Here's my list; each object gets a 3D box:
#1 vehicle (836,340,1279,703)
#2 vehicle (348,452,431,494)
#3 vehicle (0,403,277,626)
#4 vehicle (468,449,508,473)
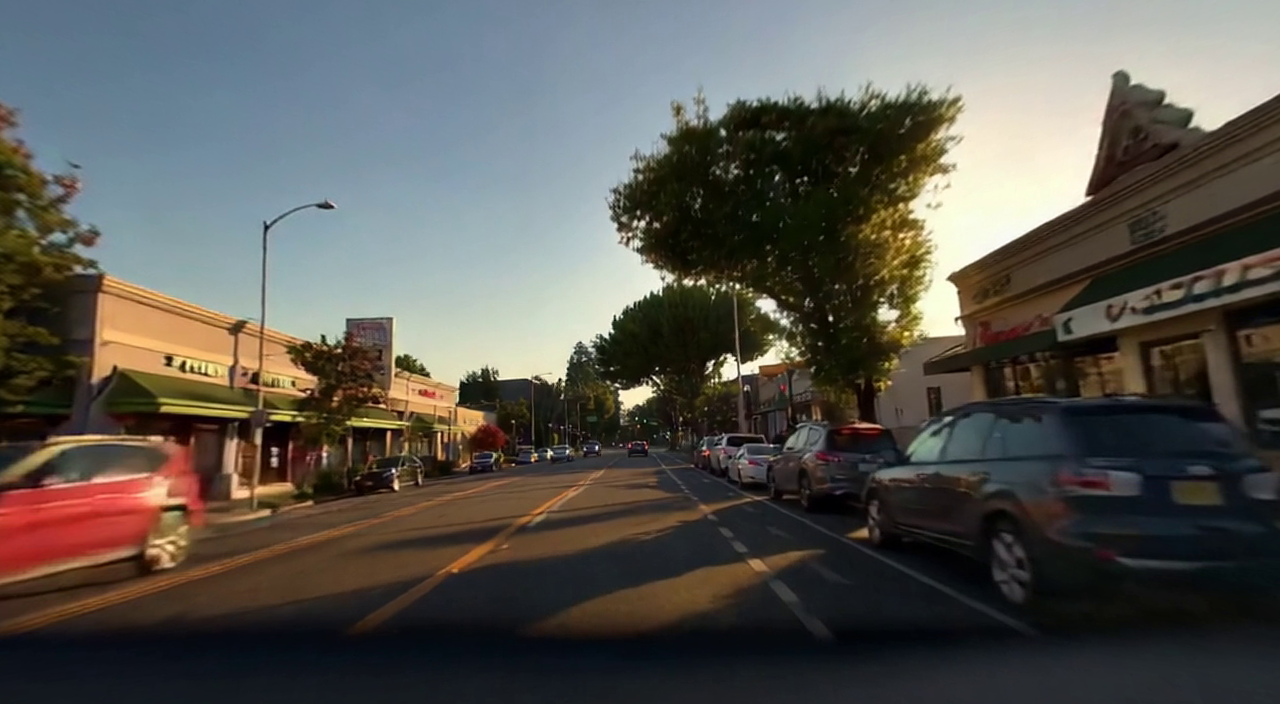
[{"bbox_3d":[3.897,1.304,5.992,2.164,1.880,6.057,-1,-8,1],"label":"vehicle"},{"bbox_3d":[-10.797,5.204,27.533,1.930,1.621,3.853,-1,-8,2],"label":"vehicle"},{"bbox_3d":[-6.399,1.600,6.860,2.098,1.838,4.718,-1,-8,0],"label":"vehicle"},{"bbox_3d":[-10.555,7.569,44.061,1.846,1.463,4.206,0,-8,-1],"label":"vehicle"}]
